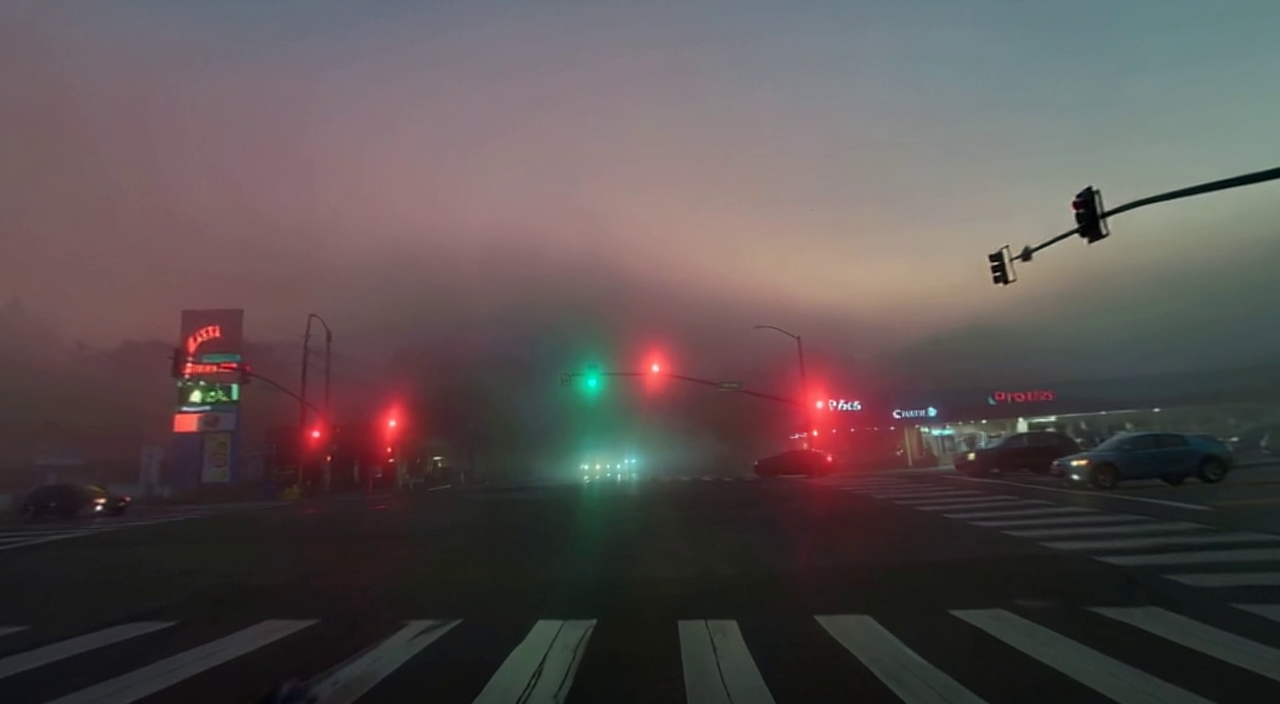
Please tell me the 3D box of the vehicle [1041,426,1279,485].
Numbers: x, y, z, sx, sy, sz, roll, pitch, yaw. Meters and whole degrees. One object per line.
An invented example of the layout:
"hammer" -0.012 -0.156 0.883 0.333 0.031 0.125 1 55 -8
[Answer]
"vehicle" 14.416 2.916 17.821 4.835 1.487 1.913 -3 -9 20

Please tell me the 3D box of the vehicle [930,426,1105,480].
"vehicle" 12.962 3.518 22.137 4.916 1.730 1.986 -4 -9 22

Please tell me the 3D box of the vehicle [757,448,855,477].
"vehicle" 8.961 5.955 34.223 4.728 1.468 2.083 -5 -10 31

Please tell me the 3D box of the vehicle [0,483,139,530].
"vehicle" -21.167 5.526 22.799 4.676 1.463 1.909 -1 -8 6
